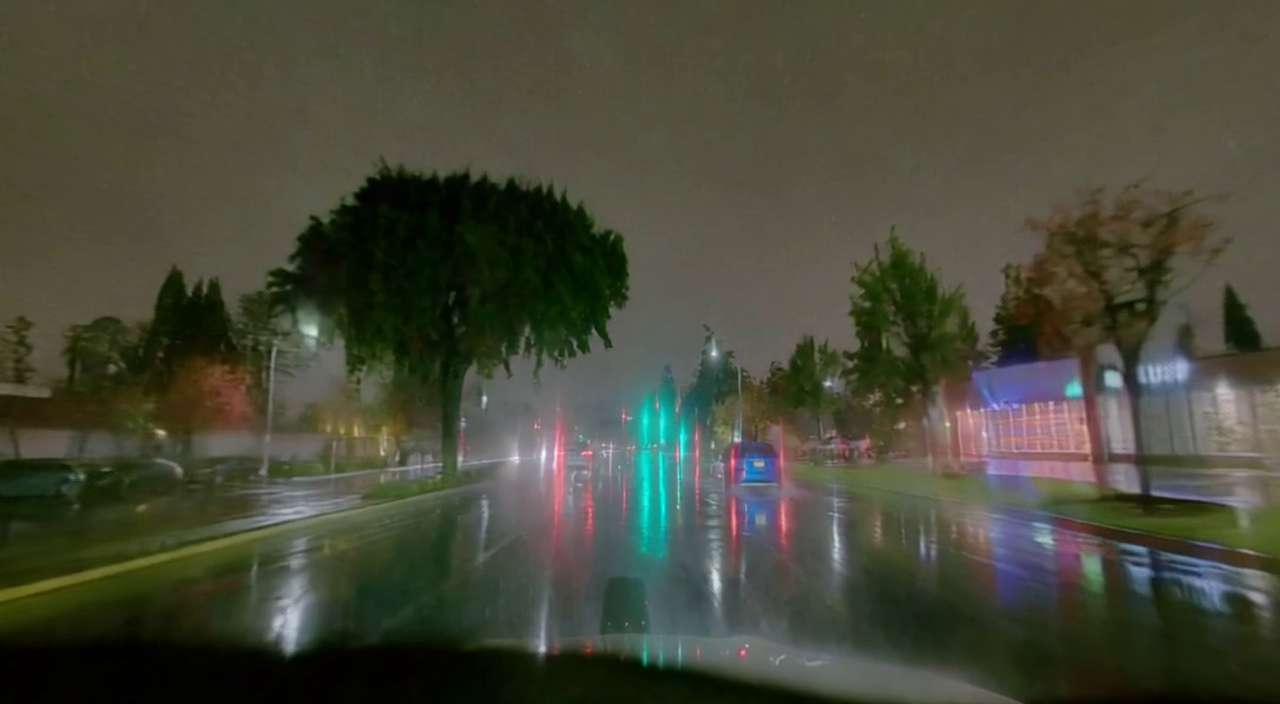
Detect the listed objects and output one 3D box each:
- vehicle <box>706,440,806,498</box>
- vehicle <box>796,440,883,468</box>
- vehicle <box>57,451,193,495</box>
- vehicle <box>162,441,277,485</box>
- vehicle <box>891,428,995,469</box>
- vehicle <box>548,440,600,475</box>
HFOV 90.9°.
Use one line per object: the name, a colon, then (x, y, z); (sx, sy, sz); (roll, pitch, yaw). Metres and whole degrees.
vehicle: (3.227, 3.343, 18.524); (2.083, 1.474, 4.360); (0, -8, -1)
vehicle: (13.962, 7.148, 44.290); (5.342, 1.867, 2.147); (1, -8, -7)
vehicle: (-22.267, 5.227, 27.567); (1.887, 1.669, 4.753); (0, -8, 1)
vehicle: (-22.259, 5.871, 33.707); (2.255, 2.117, 5.319); (-1, -8, 3)
vehicle: (16.794, 5.369, 35.344); (2.160, 2.093, 5.795); (1, -8, -10)
vehicle: (-3.254, 5.315, 32.079); (2.113, 1.626, 4.129); (0, -8, 1)
